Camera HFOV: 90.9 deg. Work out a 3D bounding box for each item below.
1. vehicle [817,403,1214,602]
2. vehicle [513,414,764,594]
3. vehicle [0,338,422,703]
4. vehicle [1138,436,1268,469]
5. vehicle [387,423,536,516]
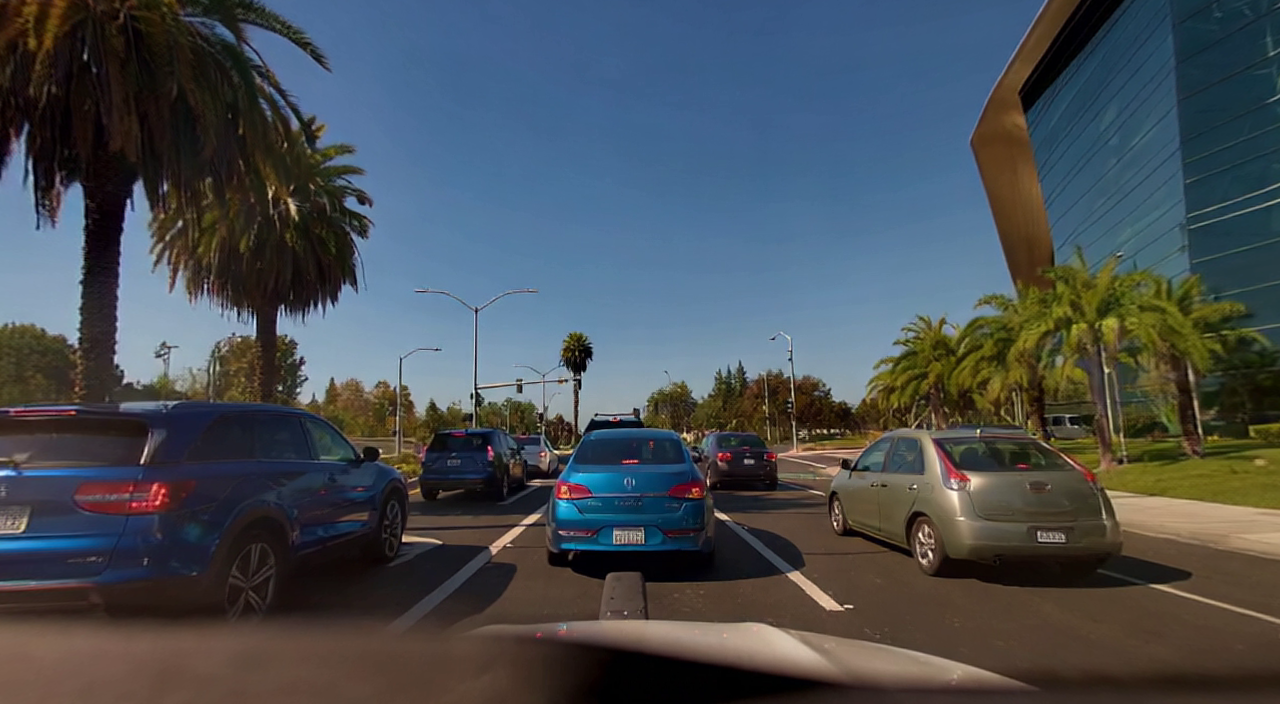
[{"bbox_3d":[3.842,1.615,7.675,2.064,1.696,4.431,0,-8,0],"label":"vehicle"},{"bbox_3d":[-0.053,1.674,7.835,2.219,1.586,4.321,0,-8,-1],"label":"vehicle"},{"bbox_3d":[-3.537,1.133,5.074,2.014,1.775,4.404,0,-8,-1],"label":"vehicle"},{"bbox_3d":[25.465,4.541,28.634,4.014,1.417,1.777,-1,-8,5],"label":"vehicle"},{"bbox_3d":[-3.467,2.352,13.073,1.917,1.631,3.768,0,-8,1],"label":"vehicle"}]
